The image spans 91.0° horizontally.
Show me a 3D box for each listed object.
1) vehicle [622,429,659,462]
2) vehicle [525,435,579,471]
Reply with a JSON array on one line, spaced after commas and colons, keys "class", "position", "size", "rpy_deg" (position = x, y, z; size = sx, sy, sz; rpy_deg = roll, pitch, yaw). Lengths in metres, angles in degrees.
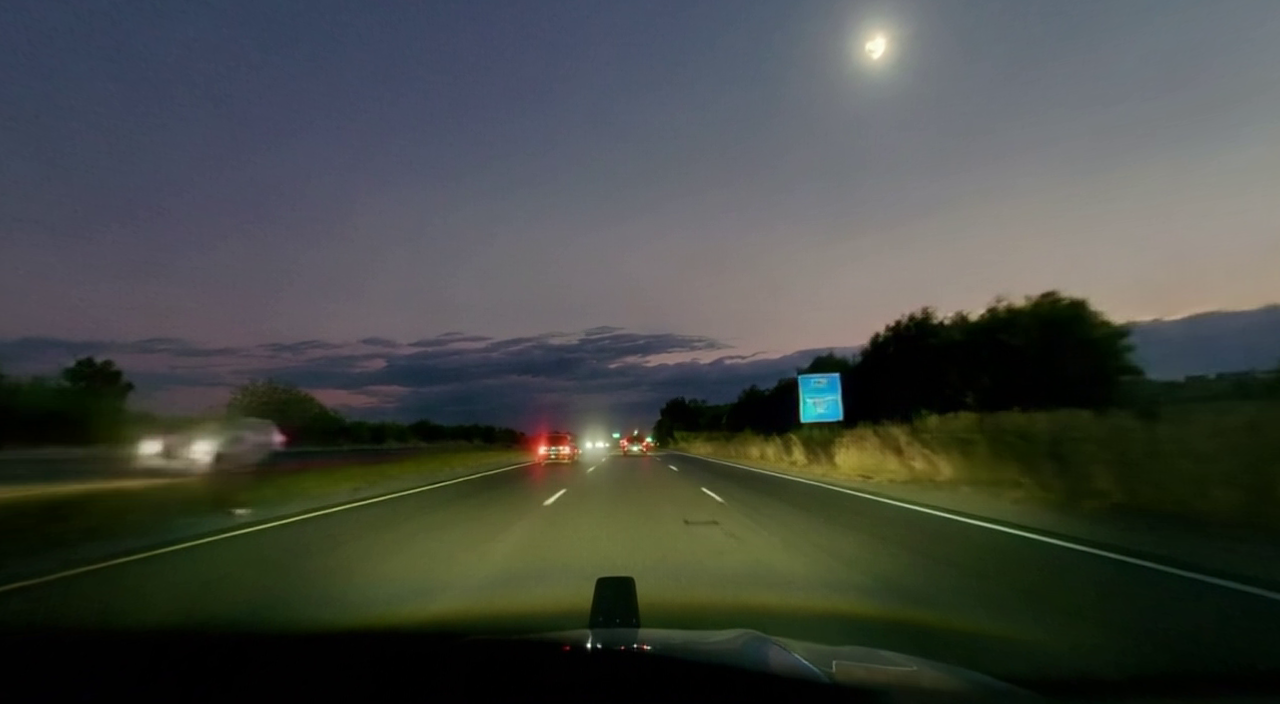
[{"class": "vehicle", "position": [-0.056, 6.011, 40.654], "size": [2.223, 1.957, 4.416], "rpy_deg": [0, -8, -2]}, {"class": "vehicle", "position": [-4.175, 4.832, 30.376], "size": [2.062, 1.567, 4.117], "rpy_deg": [0, -8, -1]}]
